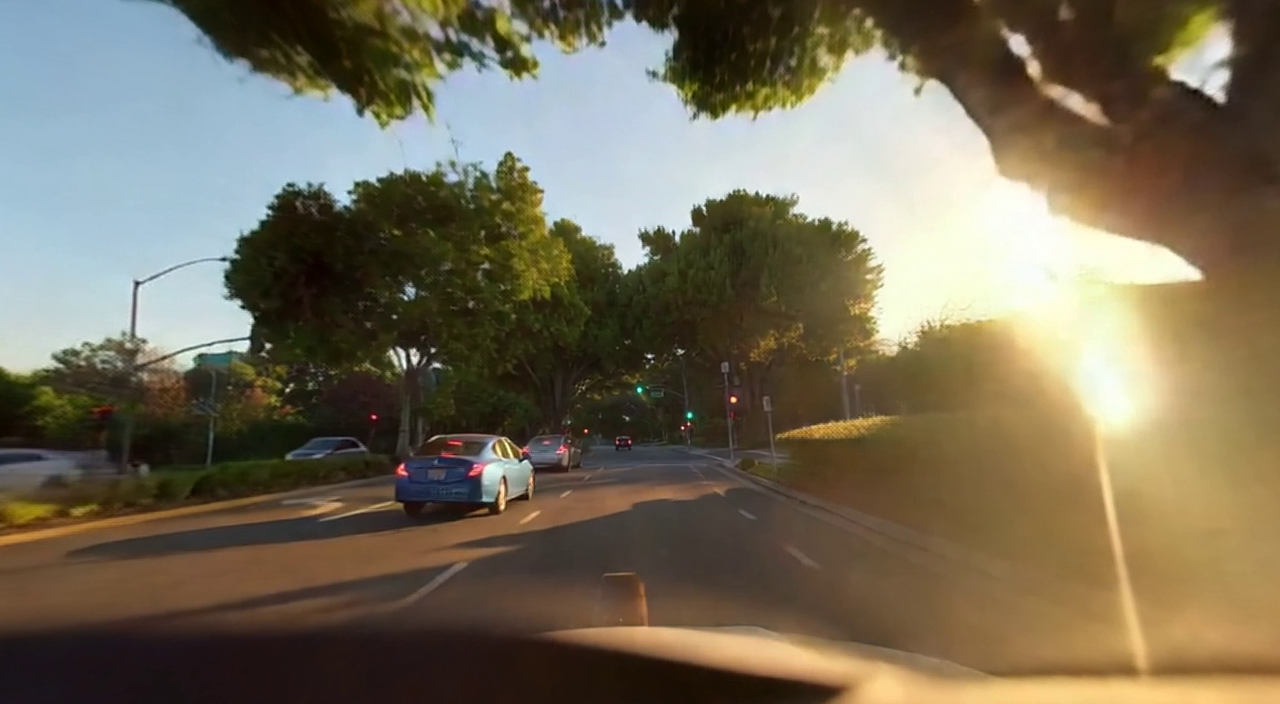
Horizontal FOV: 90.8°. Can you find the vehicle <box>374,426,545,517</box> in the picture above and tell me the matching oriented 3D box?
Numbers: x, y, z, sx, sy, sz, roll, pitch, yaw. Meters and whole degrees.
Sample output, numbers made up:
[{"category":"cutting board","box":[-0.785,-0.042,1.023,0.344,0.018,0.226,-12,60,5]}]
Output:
[{"category":"vehicle","box":[-3.360,2.330,12.886,2.038,1.486,4.678,-1,-8,1]}]

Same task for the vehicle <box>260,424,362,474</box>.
[{"category":"vehicle","box":[-17.042,5.076,33.109,2.496,2.351,5.293,0,-8,0]}]
